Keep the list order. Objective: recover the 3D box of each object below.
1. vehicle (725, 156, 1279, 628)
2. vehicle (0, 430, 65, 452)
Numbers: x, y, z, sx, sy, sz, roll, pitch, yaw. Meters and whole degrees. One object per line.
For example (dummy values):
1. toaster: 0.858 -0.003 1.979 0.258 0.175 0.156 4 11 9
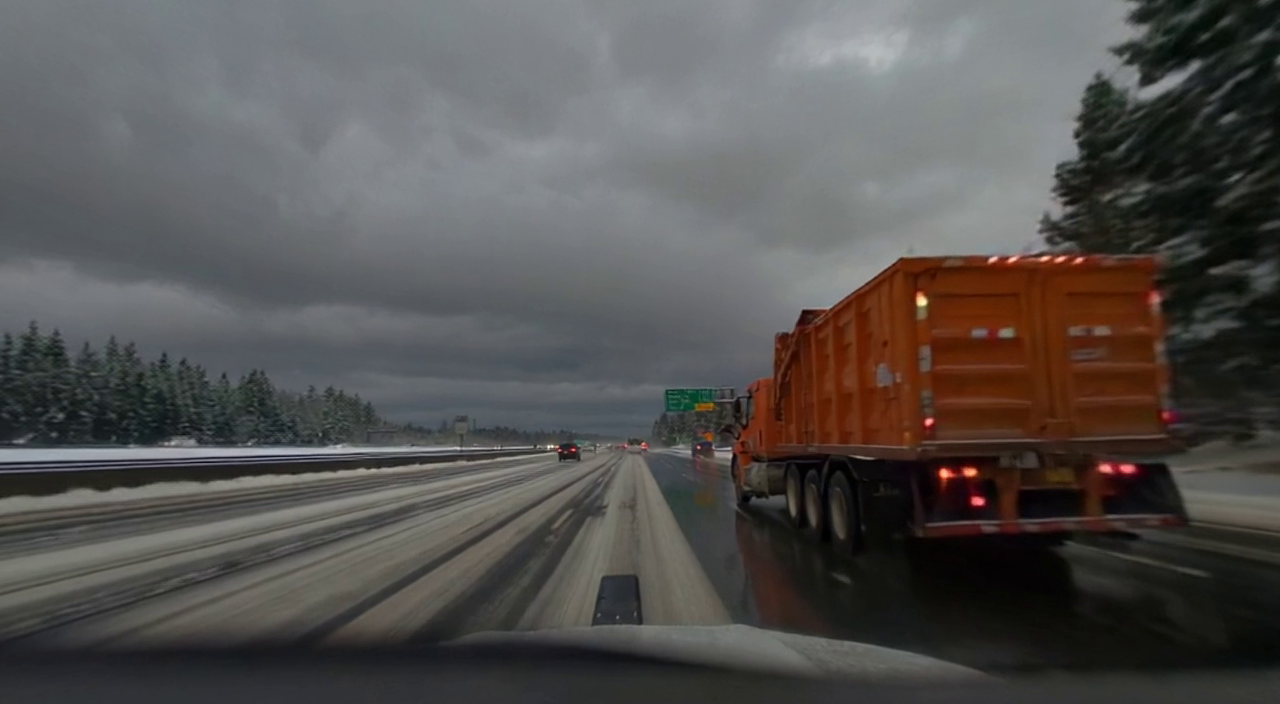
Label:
1. vehicle: 3.636 0.992 10.027 2.966 3.586 10.563 0 -9 -1
2. vehicle: -44.120 6.388 45.179 1.782 1.493 4.408 0 -9 -1
